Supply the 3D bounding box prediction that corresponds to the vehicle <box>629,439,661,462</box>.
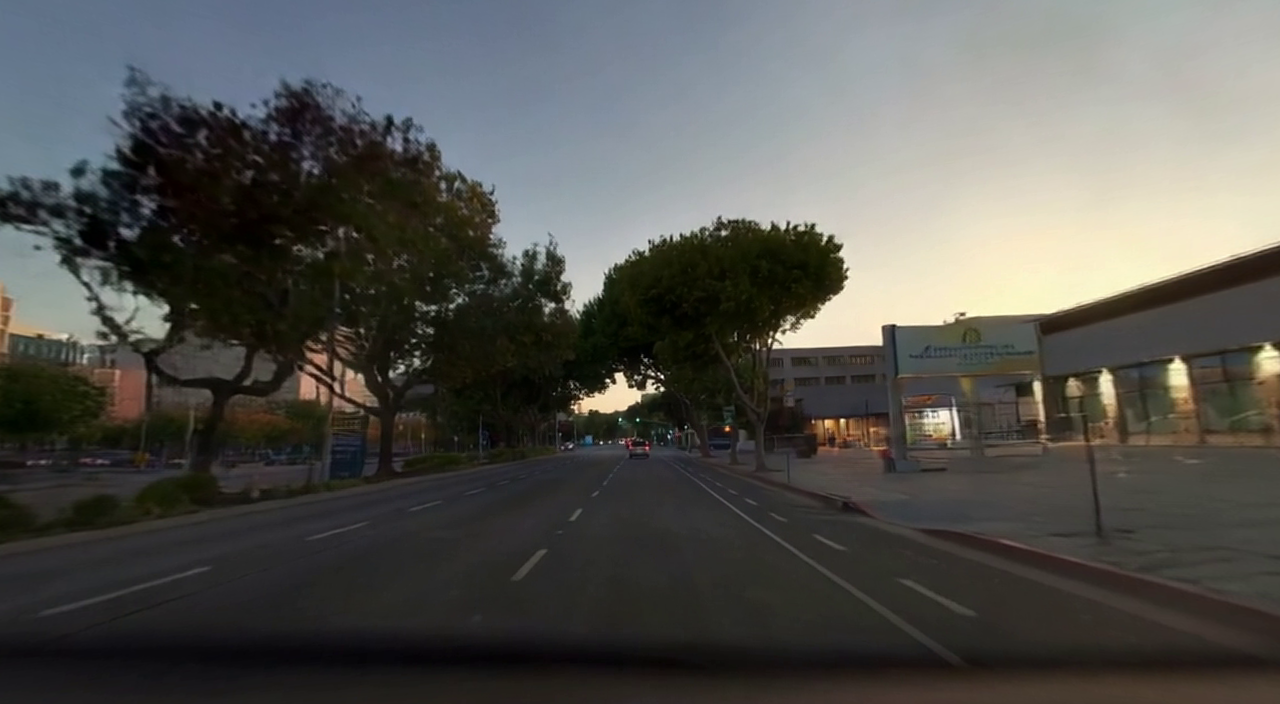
[{"bbox_3d":[0.297,6.739,43.432,2.115,1.461,3.976,0,-8,-1],"label":"vehicle"}]
